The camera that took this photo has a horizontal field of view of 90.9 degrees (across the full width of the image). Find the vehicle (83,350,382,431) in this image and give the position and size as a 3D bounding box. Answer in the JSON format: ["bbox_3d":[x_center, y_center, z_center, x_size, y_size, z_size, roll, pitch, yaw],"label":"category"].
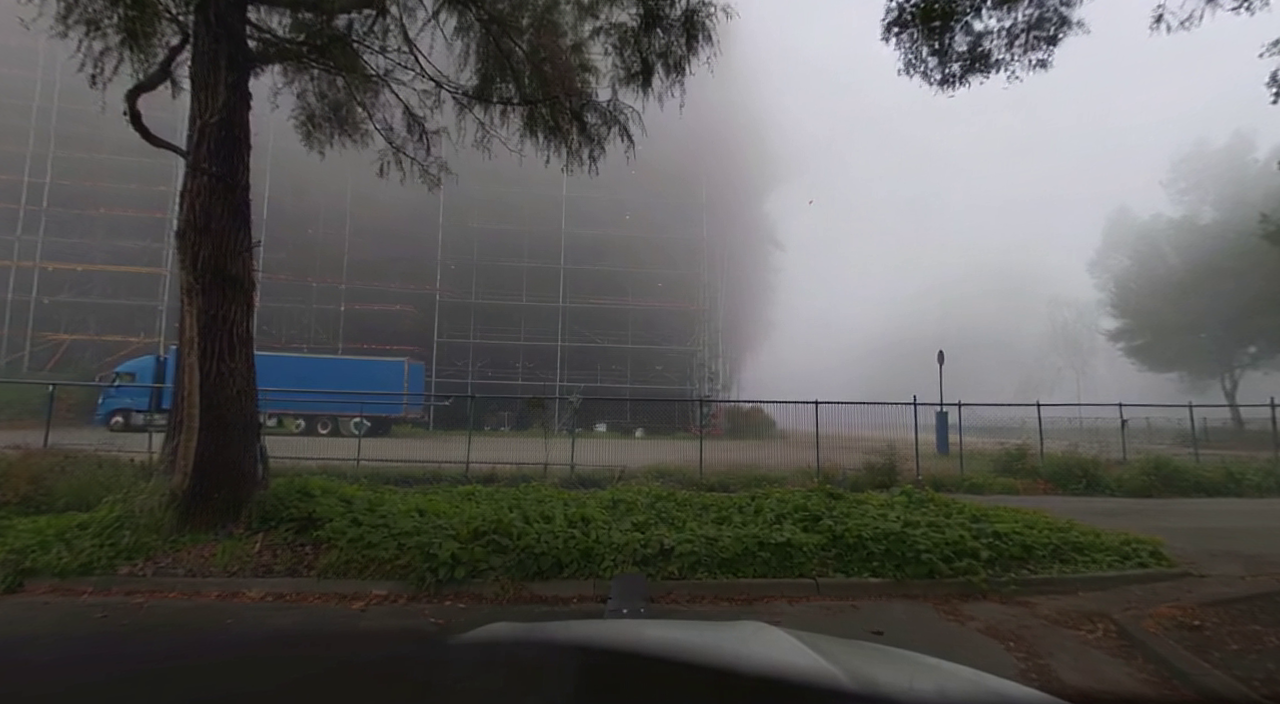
[{"bbox_3d":[-22.754,2.420,36.444,14.067,4.099,2.832,3,-7,-15],"label":"vehicle"}]
